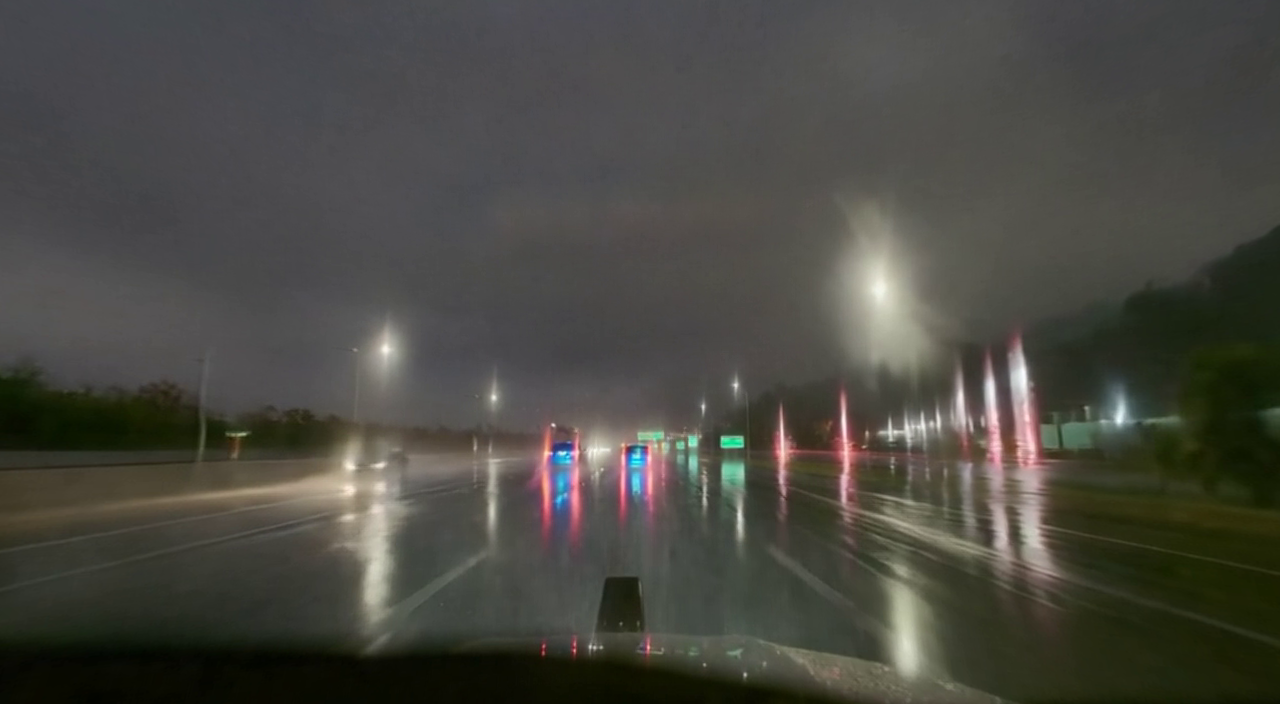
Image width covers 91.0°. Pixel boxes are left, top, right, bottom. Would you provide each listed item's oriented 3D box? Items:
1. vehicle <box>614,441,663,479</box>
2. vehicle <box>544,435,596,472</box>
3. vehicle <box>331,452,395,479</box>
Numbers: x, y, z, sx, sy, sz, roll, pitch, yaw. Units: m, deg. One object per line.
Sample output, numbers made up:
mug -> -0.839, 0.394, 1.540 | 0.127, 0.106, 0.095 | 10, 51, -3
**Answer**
vehicle -> -0.065, 4.915, 28.901 | 2.086, 1.548, 4.325 | 0, -9, 0
vehicle -> -3.775, 5.568, 34.690 | 2.264, 1.901, 4.647 | -1, -9, 1
vehicle -> -17.443, 7.145, 39.940 | 1.914, 1.595, 4.561 | -1, -9, 1
